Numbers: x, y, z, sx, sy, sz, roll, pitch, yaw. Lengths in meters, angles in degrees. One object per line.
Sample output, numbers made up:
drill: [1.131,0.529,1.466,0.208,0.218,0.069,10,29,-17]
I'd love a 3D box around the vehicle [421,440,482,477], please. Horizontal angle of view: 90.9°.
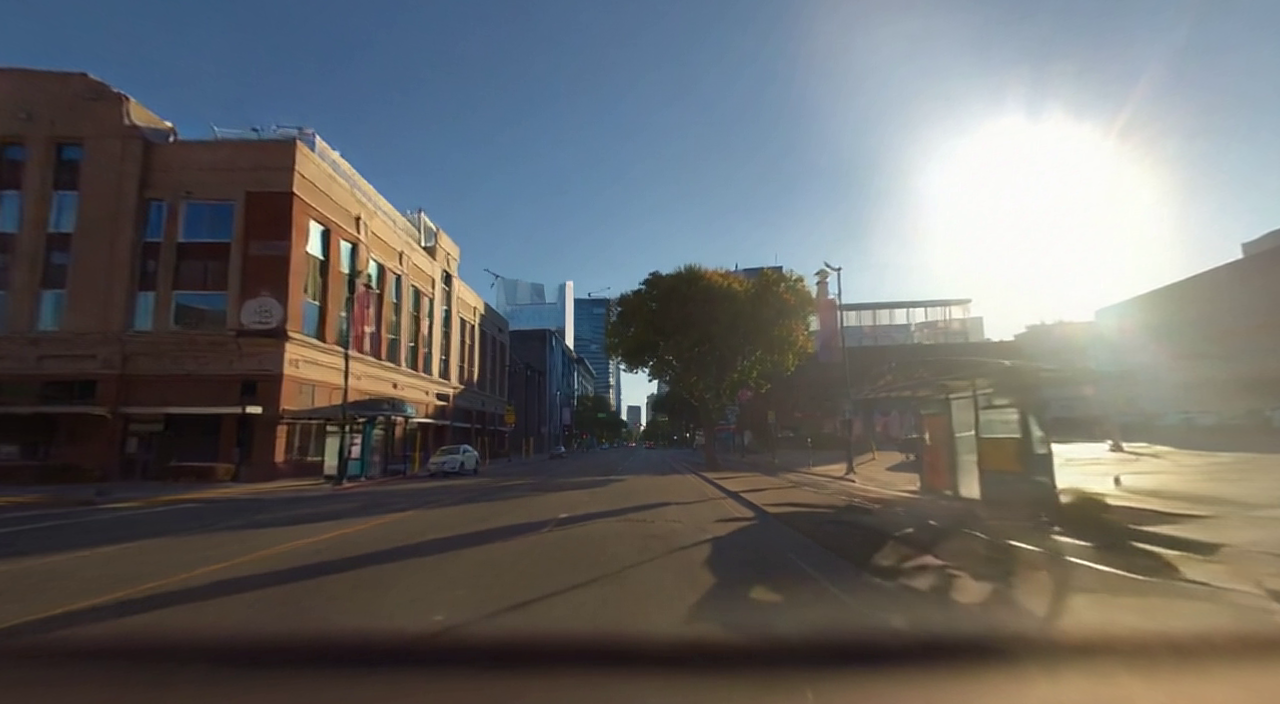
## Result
vehicle: [-10.616,5.992,35.788,2.060,1.796,4.675,-2,-7,0]
